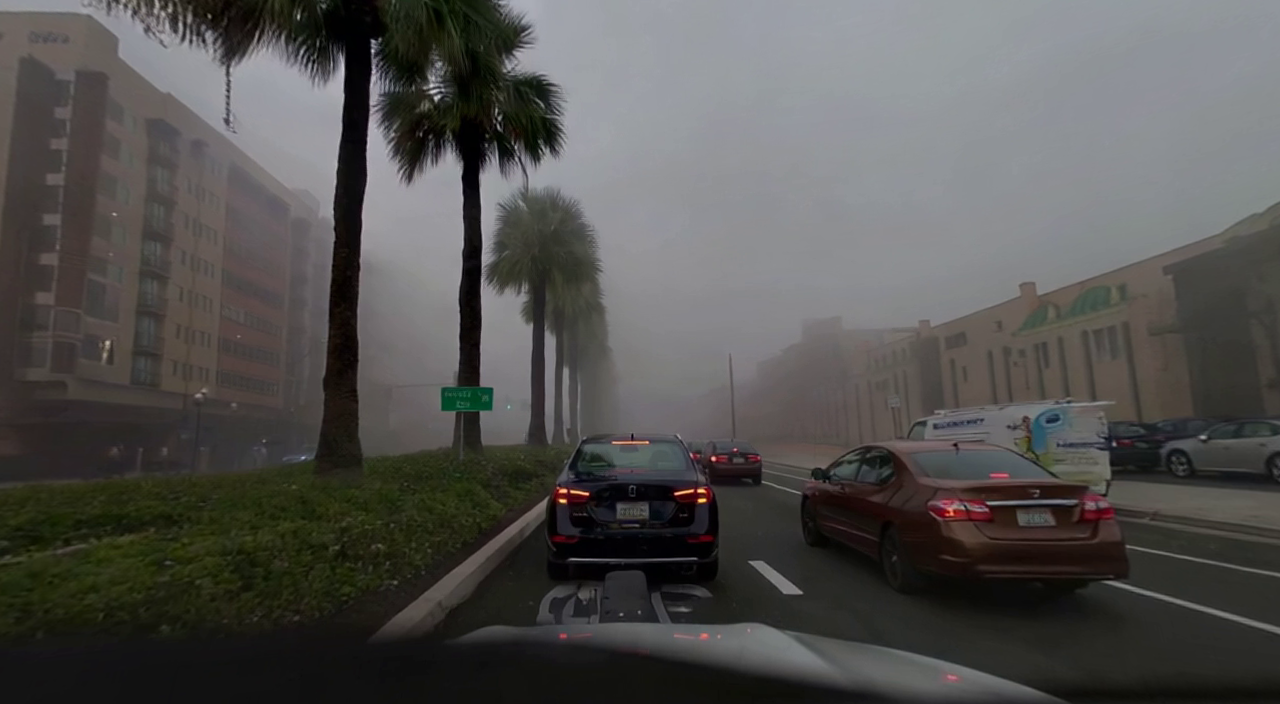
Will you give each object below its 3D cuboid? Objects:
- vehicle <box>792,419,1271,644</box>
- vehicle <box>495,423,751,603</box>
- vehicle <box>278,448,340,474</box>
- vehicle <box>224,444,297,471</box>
[{"bbox_3d":[3.144,1.515,6.456,1.925,1.451,4.436,0,-8,-2],"label":"vehicle"},{"bbox_3d":[-0.156,1.659,7.373,2.158,1.498,3.919,0,-8,0],"label":"vehicle"},{"bbox_3d":[-20.568,6.763,39.396,1.764,1.510,3.827,0,-9,0],"label":"vehicle"},{"bbox_3d":[-28.255,7.869,47.272,2.115,1.884,5.481,0,-8,-1],"label":"vehicle"}]
